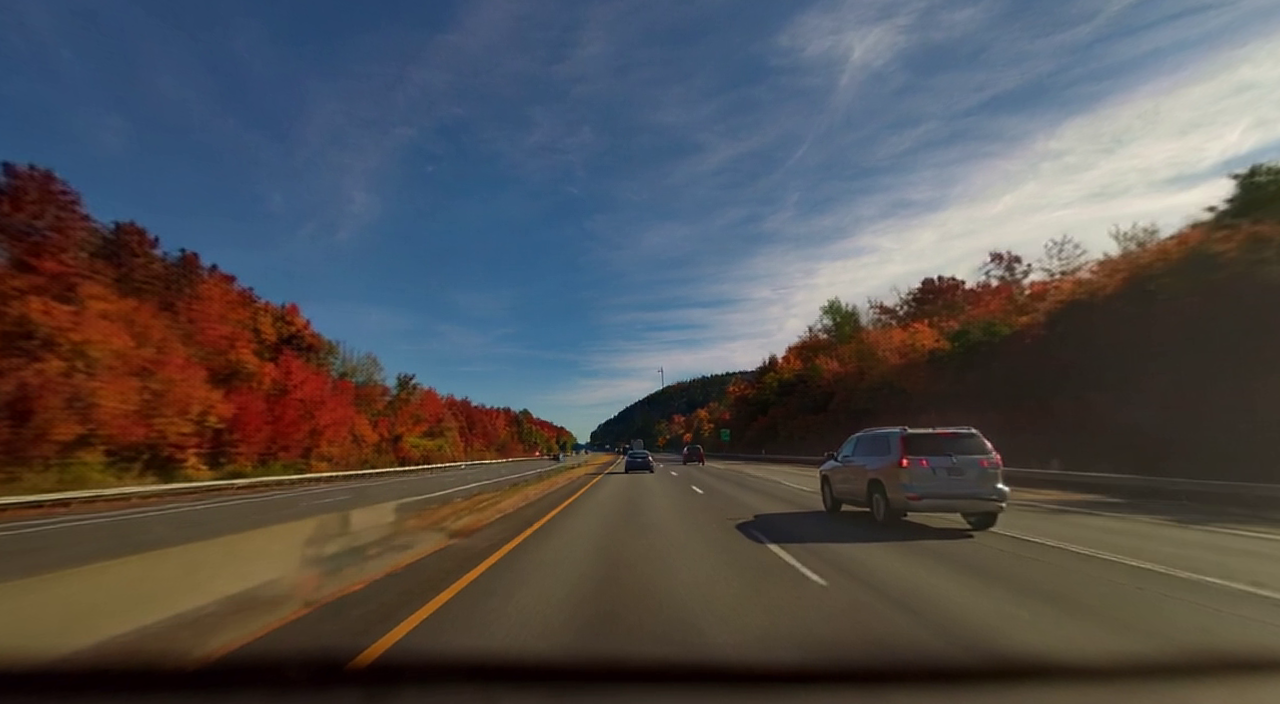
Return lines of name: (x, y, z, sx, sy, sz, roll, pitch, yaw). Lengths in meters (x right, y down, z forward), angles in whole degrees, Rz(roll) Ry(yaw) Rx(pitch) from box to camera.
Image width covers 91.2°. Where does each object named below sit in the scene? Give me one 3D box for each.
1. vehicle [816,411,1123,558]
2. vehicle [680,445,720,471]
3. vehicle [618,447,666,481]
vehicle: (4.516, 1.907, 9.647, 2.250, 1.718, 4.358, 0, -9, -1)
vehicle: (3.635, 6.531, 38.747, 1.959, 1.528, 4.207, 0, -9, -1)
vehicle: (0.049, 5.013, 28.276, 2.037, 1.418, 3.793, 0, -9, -1)
